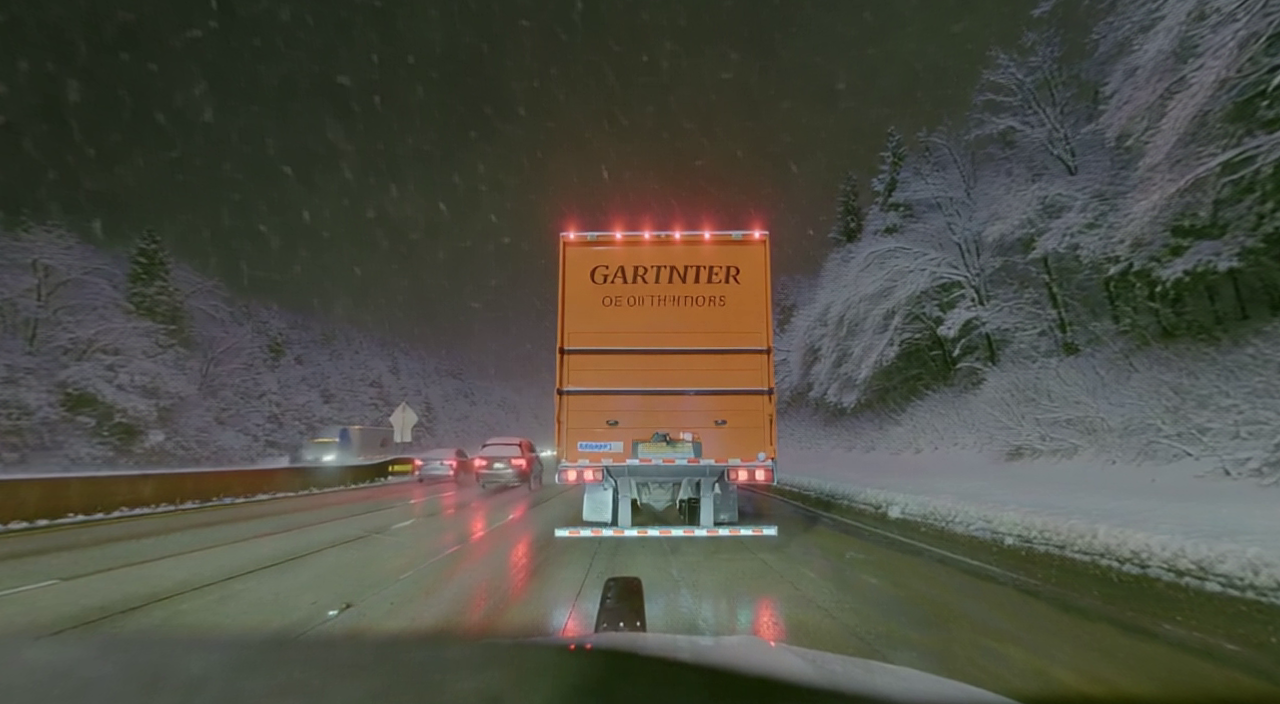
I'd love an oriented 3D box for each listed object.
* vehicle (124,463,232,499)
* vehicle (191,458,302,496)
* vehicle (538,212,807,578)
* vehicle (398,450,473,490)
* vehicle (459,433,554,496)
[{"bbox_3d":[-20.976,5.842,28.872,1.845,1.417,4.012,0,-9,0],"label":"vehicle"},{"bbox_3d":[-16.622,5.261,26.983,1.833,1.432,4.447,0,-9,1],"label":"vehicle"},{"bbox_3d":[0.446,1.223,12.214,2.853,4.054,10.557,0,-9,1],"label":"vehicle"},{"bbox_3d":[-8.200,4.754,25.608,1.828,1.502,3.385,0,-9,1],"label":"vehicle"},{"bbox_3d":[-4.632,4.012,22.787,2.293,2.015,4.915,0,-9,1],"label":"vehicle"}]
